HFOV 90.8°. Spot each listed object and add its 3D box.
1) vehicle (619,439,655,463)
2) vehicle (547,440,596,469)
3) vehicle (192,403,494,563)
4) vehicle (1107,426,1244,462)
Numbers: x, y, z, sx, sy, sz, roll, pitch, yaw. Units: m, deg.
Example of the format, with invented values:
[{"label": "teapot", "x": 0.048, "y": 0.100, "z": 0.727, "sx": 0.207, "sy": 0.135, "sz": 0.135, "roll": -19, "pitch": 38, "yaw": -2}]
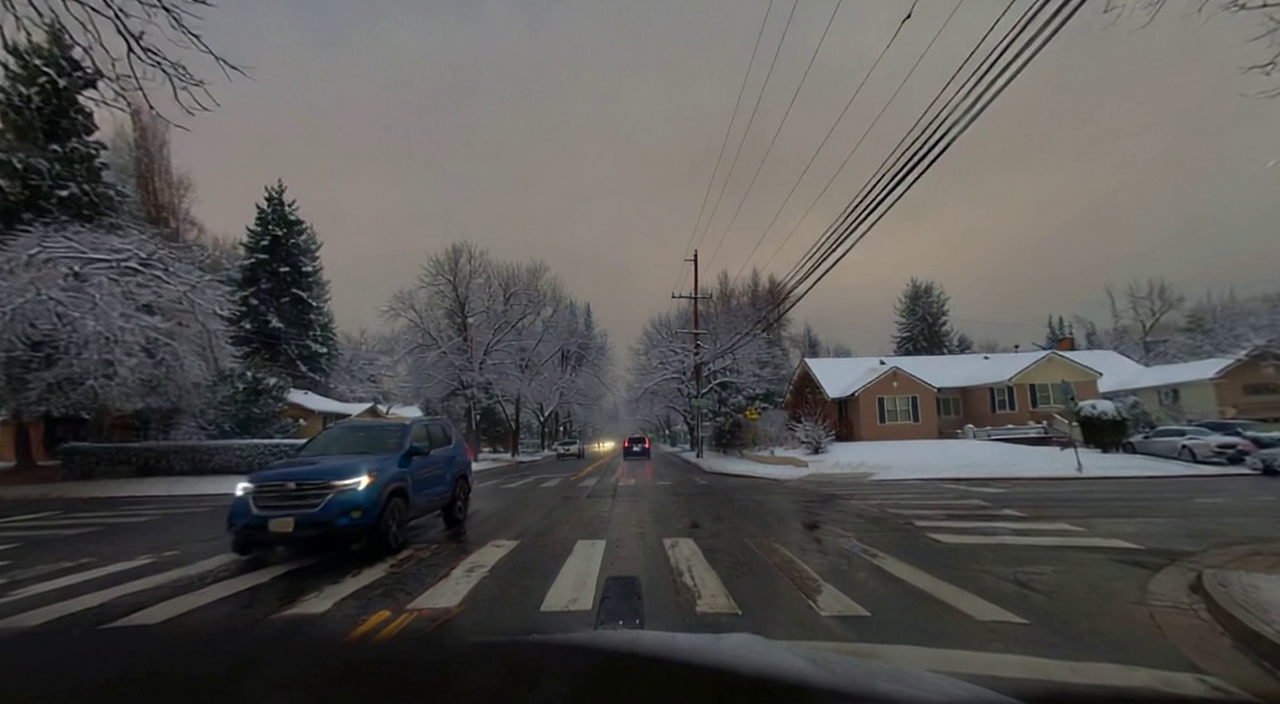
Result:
[{"label": "vehicle", "x": -0.216, "y": 6.463, "z": 41.364, "sx": 2.209, "sy": 1.501, "sz": 4.208, "roll": 0, "pitch": -8, "yaw": -1}, {"label": "vehicle", "x": -3.607, "y": 5.491, "z": 34.019, "sx": 2.102, "sy": 1.463, "sz": 4.024, "roll": 0, "pitch": -8, "yaw": 1}, {"label": "vehicle", "x": -3.849, "y": 1.798, "z": 9.406, "sx": 2.330, "sy": 1.768, "sz": 4.553, "roll": 0, "pitch": -8, "yaw": -1}, {"label": "vehicle", "x": 23.416, "y": 4.056, "z": 27.912, "sx": 1.841, "sy": 1.448, "sz": 4.688, "roll": 0, "pitch": -8, "yaw": -1}]
